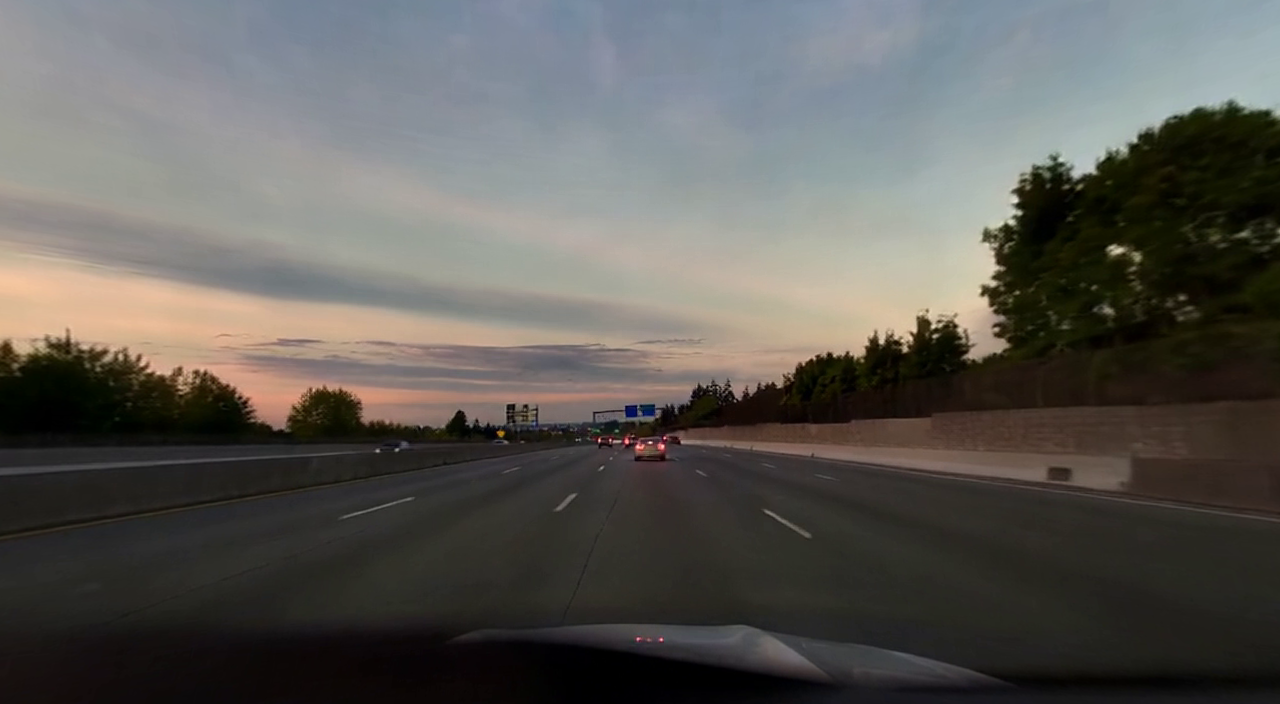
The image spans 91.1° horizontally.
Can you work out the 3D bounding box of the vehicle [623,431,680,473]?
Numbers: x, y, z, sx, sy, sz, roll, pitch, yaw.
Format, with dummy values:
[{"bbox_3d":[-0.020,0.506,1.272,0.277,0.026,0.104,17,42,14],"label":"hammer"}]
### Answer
[{"bbox_3d":[0.389,3.842,24.480,2.046,1.467,3.844,0,-8,-1],"label":"vehicle"}]
